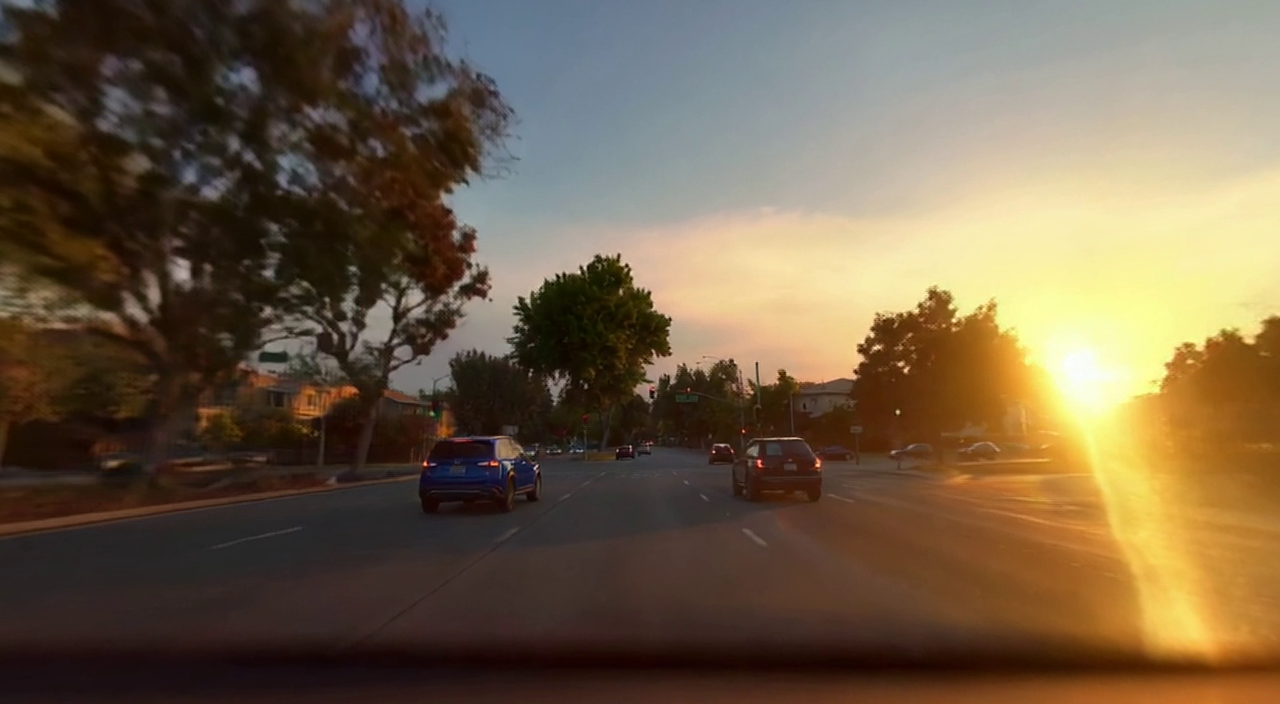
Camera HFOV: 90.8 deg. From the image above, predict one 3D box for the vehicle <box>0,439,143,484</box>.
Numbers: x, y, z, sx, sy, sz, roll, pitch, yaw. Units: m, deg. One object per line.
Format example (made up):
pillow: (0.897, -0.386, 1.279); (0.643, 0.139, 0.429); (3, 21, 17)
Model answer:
vehicle: (-23.452, 4.442, 26.041); (2.244, 1.670, 4.353); (-1, -8, 2)

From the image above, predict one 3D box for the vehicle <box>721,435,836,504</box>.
vehicle: (3.648, 3.190, 17.609); (2.132, 1.659, 4.387); (0, -8, -1)

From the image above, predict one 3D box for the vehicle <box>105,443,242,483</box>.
vehicle: (-19.217, 4.571, 26.362); (1.997, 1.471, 4.772); (0, -8, 1)

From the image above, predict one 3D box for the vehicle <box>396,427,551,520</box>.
vehicle: (-3.401, 2.583, 13.999); (2.045, 1.688, 4.632); (0, -8, 2)
